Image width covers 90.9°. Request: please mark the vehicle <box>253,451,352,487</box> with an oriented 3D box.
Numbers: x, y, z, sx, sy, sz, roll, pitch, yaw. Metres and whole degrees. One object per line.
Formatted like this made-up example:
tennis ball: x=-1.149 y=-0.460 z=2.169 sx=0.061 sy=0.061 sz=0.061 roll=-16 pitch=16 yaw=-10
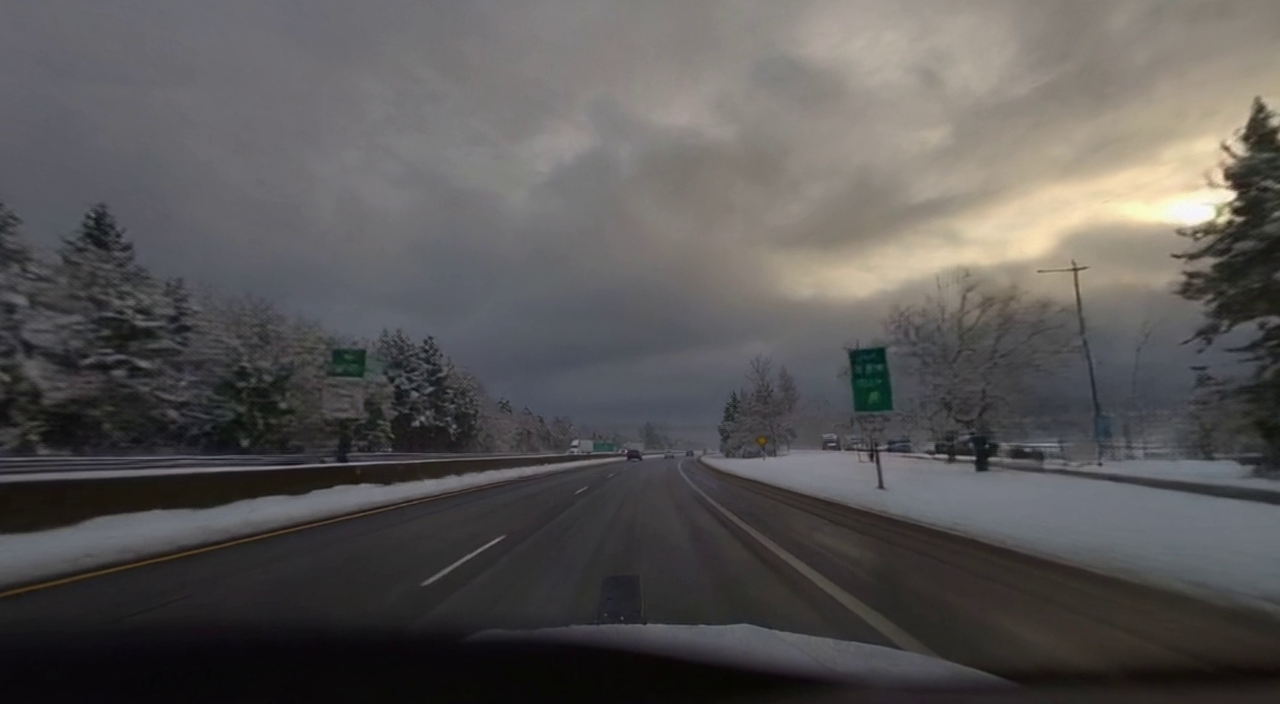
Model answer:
vehicle: x=-15.758 y=5.456 z=29.738 sx=1.922 sy=1.483 sz=4.676 roll=-1 pitch=-9 yaw=2
